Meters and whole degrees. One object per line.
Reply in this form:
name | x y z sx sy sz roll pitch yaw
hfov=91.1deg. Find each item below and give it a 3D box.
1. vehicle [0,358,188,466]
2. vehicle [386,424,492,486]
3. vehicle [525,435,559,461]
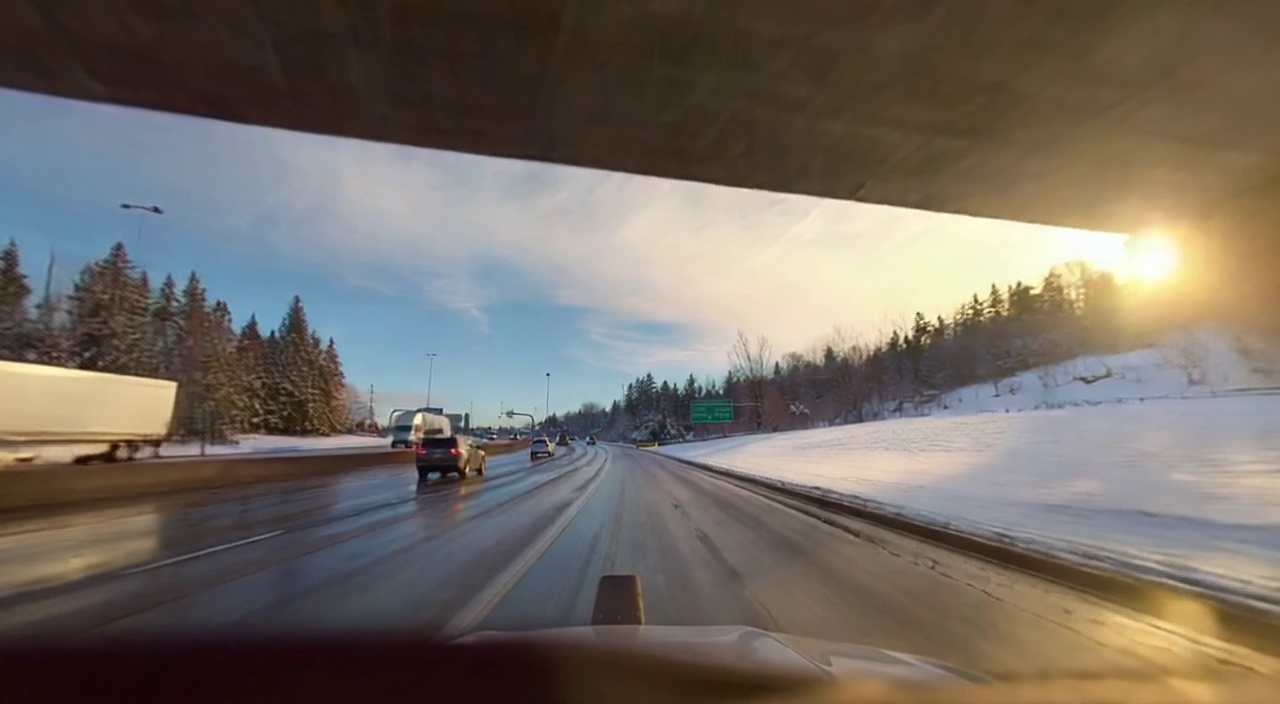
vehicle | -25.427 2.508 26.037 2.953 3.997 14.370 4 -8 -1
vehicle | -6.893 3.561 22.197 2.188 1.896 4.810 0 -8 0
vehicle | -7.559 7.436 49.040 1.956 1.888 4.512 0 -8 -1
